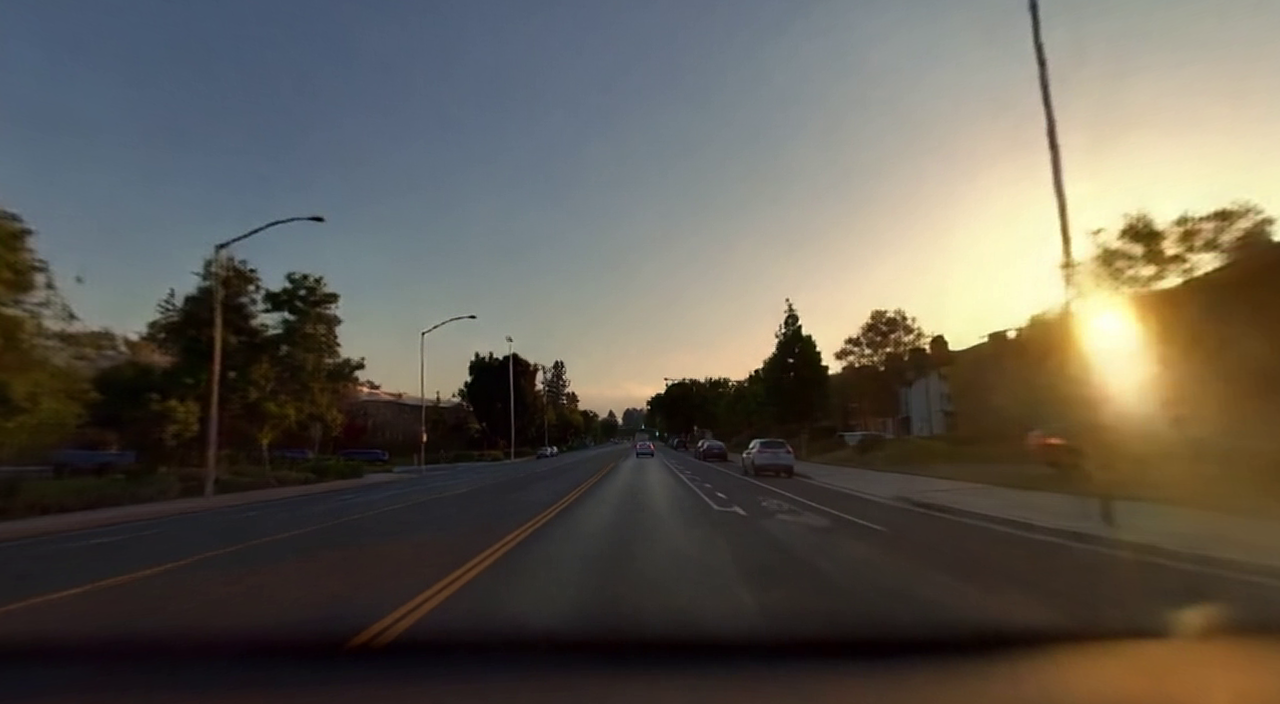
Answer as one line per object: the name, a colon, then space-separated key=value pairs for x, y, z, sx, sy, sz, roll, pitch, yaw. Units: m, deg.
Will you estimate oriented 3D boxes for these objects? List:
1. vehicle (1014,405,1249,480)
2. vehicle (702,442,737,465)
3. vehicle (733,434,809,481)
vehicle: x=13.400 y=2.481 z=17.328 sx=4.674 sy=1.557 sz=2.288 roll=-4 pitch=-8 yaw=-7
vehicle: x=5.560 y=7.140 z=44.357 sx=1.851 sy=1.487 sz=4.566 roll=0 pitch=-9 yaw=-1
vehicle: x=5.277 y=4.336 z=26.002 sx=2.140 sy=1.739 sz=4.721 roll=0 pitch=-9 yaw=0
